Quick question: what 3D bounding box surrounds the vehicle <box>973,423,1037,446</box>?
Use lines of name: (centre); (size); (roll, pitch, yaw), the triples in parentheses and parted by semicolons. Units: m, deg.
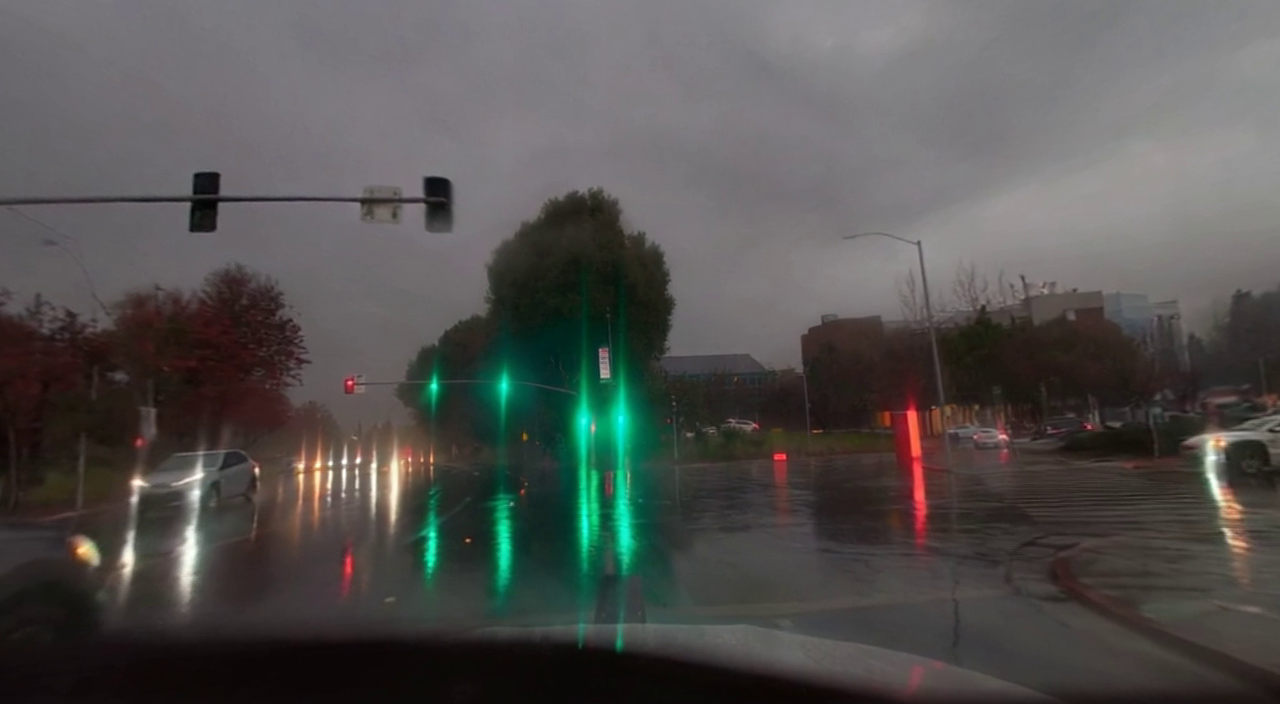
vehicle: (26.142, 5.918, 45.252); (3.966, 1.585, 1.921); (4, -10, -26)

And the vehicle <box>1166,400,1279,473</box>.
vehicle: (17.089, 2.177, 16.278); (4.857, 1.803, 2.147); (-4, -10, 24)

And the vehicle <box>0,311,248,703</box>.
vehicle: (-3.540, 0.589, 1.320); (2.134, 1.799, 5.082); (0, -9, 0)

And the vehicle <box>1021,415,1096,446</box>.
vehicle: (27.644, 5.205, 41.732); (4.523, 1.908, 1.930); (3, -9, -25)
